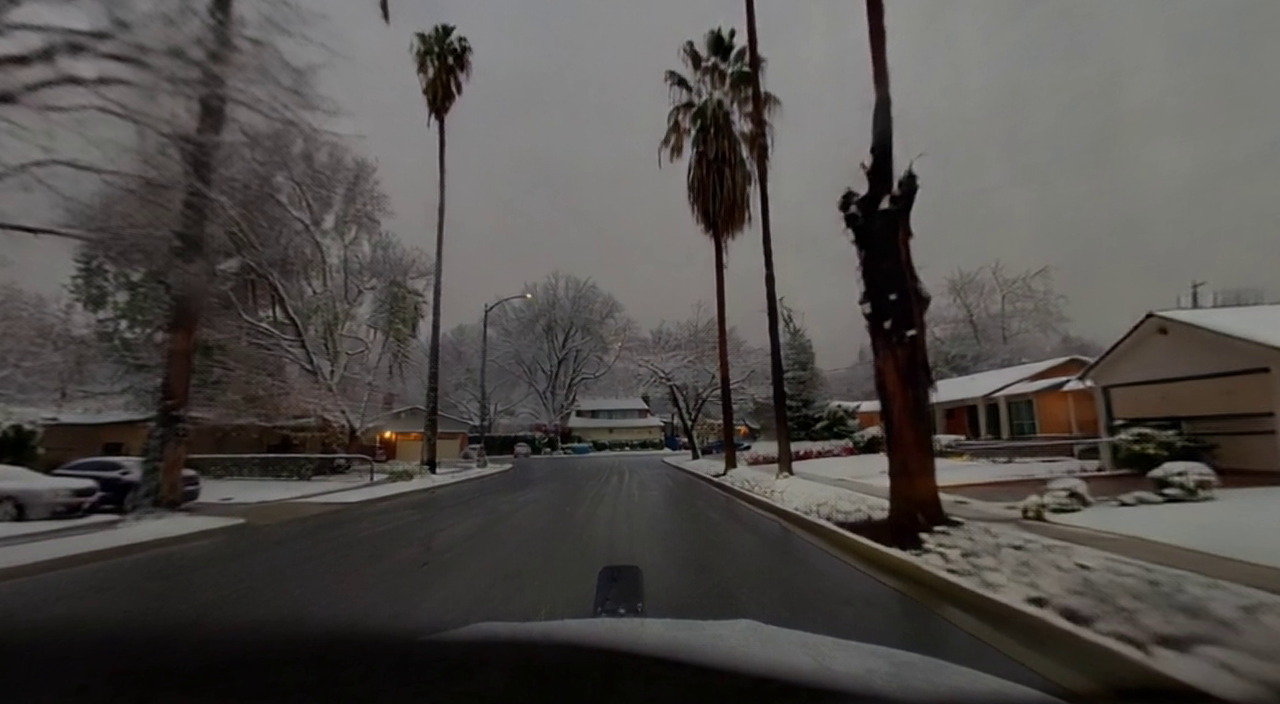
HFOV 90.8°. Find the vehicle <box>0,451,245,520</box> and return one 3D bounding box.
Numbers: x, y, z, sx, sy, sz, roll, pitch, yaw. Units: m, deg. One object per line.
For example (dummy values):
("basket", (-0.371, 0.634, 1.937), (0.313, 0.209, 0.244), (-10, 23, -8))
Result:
("vehicle", (-14.363, 3.685, 17.787), (5.050, 1.774, 2.031), (0, -9, -2))

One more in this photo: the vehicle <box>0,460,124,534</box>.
("vehicle", (-15.100, 3.302, 14.631), (4.358, 1.516, 2.077), (0, -9, -3))
